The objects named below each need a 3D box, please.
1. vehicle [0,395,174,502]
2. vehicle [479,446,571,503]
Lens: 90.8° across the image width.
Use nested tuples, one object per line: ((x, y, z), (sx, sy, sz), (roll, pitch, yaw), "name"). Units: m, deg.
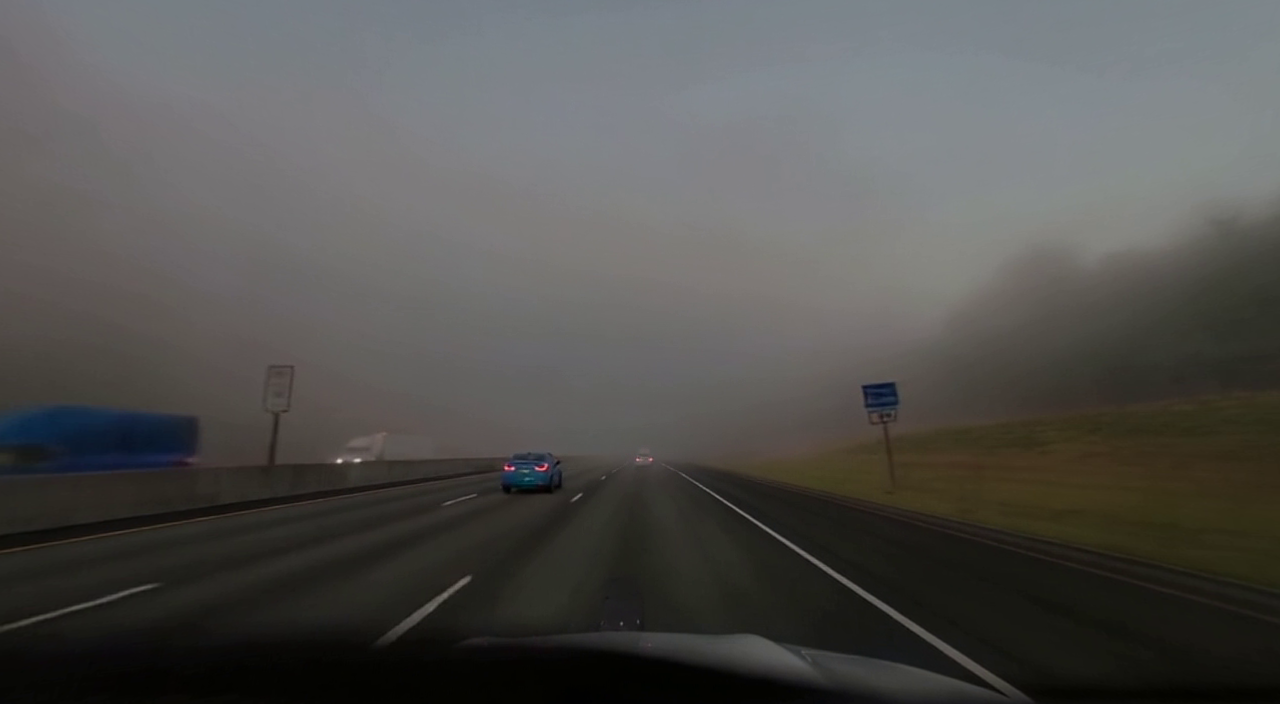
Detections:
((-19.633, 3.246, 21.152), (2.667, 3.022, 6.766), (0, -9, 1), "vehicle")
((-3.291, 3.592, 18.911), (1.978, 1.498, 4.080), (0, -9, 0), "vehicle")
